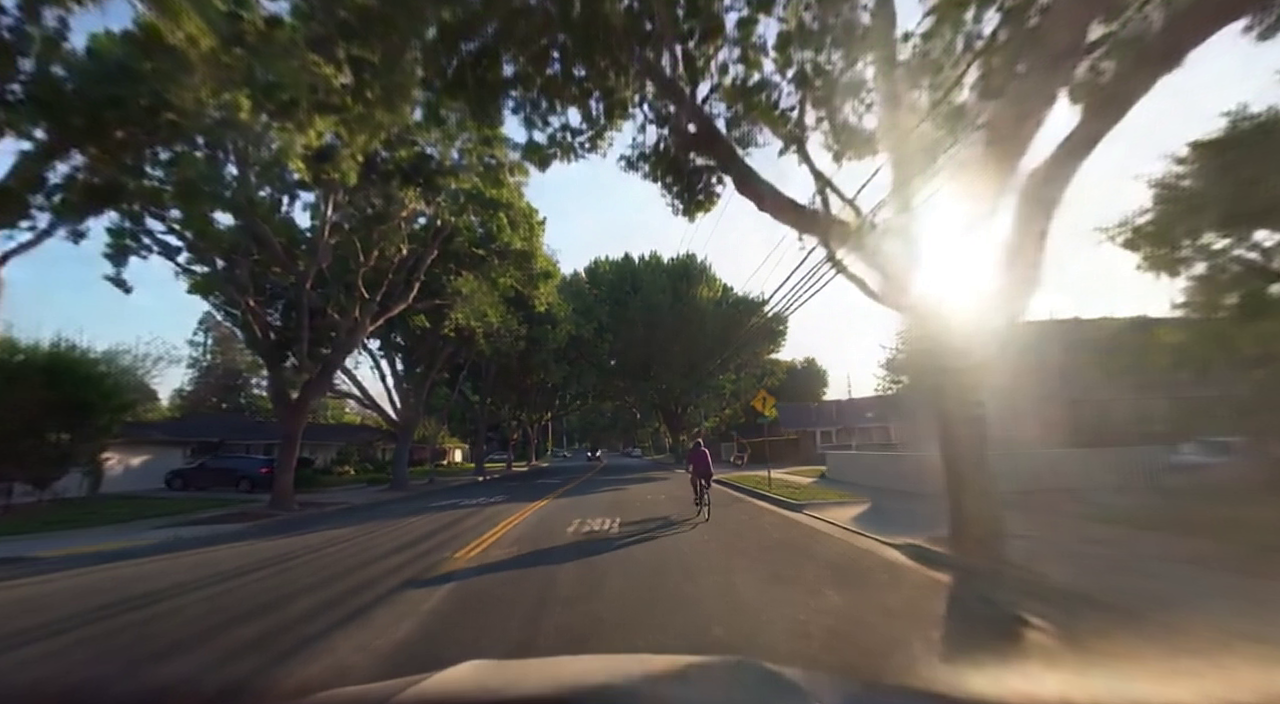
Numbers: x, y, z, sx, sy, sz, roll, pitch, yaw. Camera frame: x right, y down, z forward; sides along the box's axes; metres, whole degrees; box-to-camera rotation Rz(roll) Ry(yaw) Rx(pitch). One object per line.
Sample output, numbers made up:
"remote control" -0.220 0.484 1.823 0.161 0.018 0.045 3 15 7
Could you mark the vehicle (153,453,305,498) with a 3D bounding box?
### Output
"vehicle" -14.611 4.392 22.652 4.143 1.480 1.755 0 -9 -2
